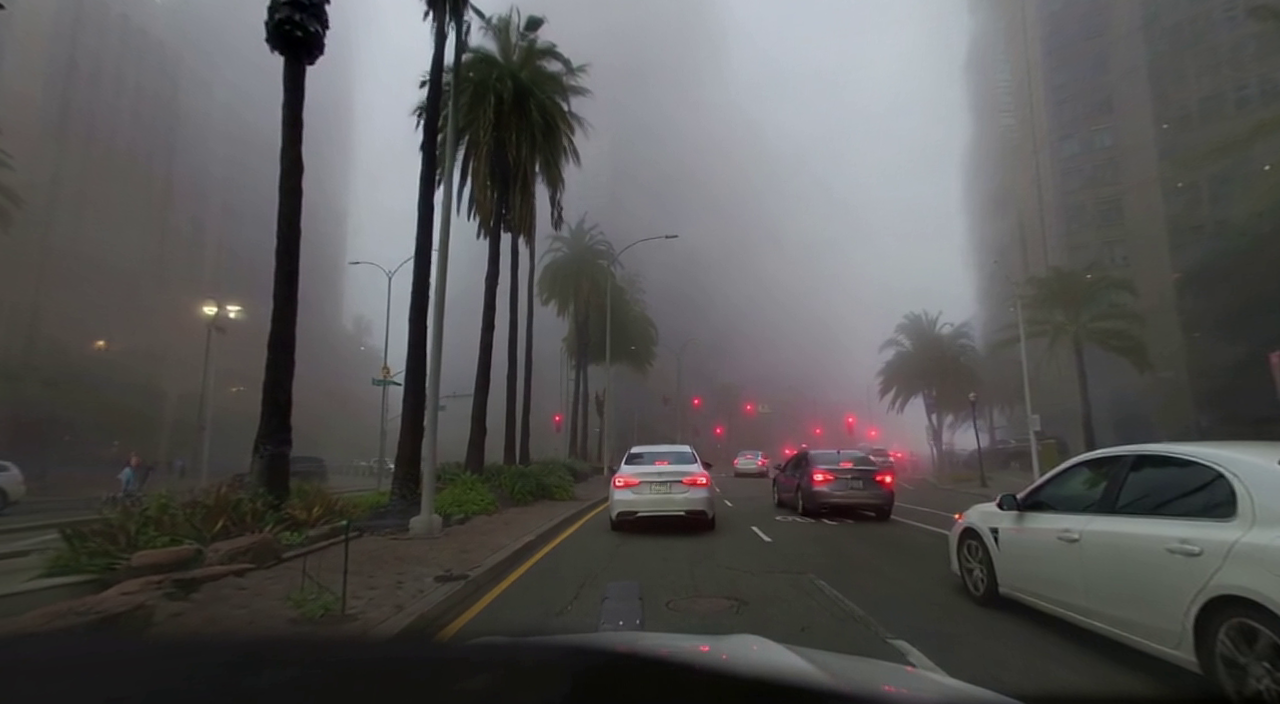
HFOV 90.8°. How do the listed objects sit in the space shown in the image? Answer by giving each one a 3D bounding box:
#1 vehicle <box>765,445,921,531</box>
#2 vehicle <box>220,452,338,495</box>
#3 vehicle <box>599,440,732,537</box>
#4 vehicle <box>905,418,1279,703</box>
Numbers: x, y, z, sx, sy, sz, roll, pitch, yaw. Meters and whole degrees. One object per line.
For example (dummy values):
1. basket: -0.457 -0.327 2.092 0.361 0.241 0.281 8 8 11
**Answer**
1. vehicle: 4.033 2.736 13.407 1.920 1.490 4.417 0 -9 1
2. vehicle: -15.644 5.248 27.714 2.078 1.662 4.436 -2 -9 9
3. vehicle: 0.489 2.433 11.833 2.078 1.503 3.681 -1 -9 3
4. vehicle: 3.640 1.265 4.276 1.913 1.469 4.425 -1 -9 2
